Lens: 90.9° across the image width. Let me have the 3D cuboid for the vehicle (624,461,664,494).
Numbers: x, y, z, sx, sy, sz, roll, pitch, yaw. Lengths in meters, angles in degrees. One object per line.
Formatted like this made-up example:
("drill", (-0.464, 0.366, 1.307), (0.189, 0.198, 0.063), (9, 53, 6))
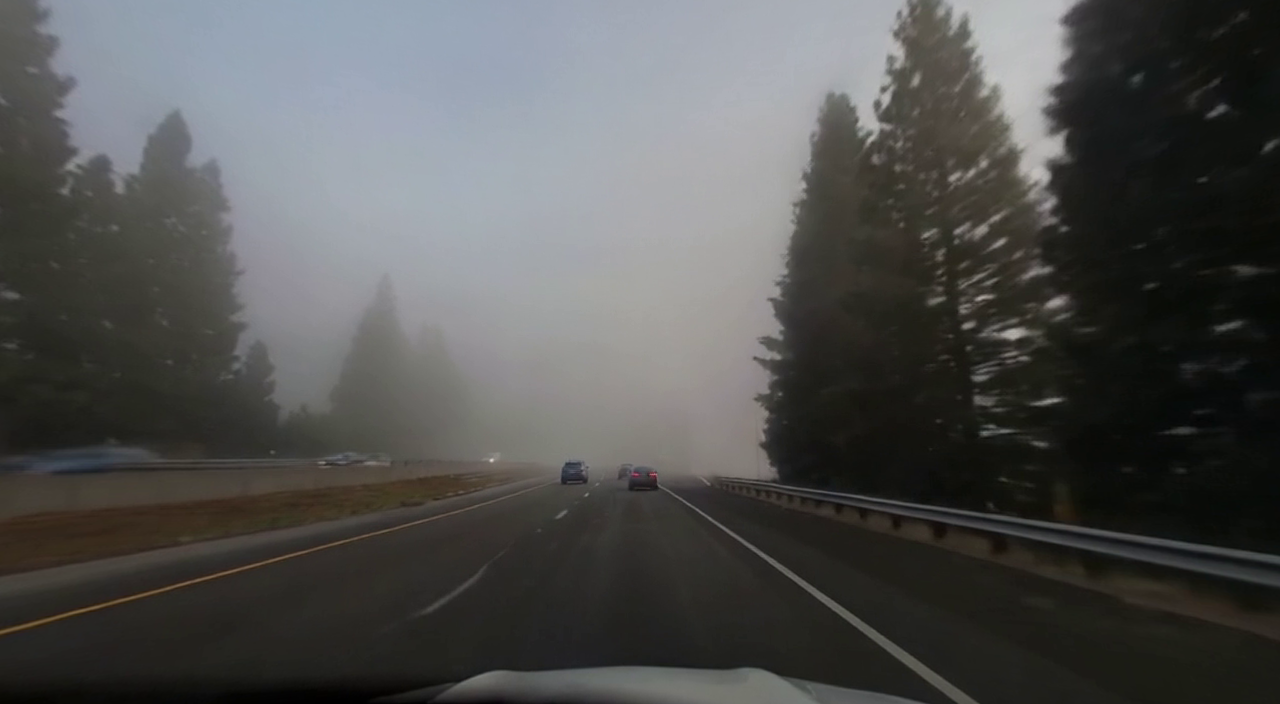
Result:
("vehicle", (0.156, 6.377, 32.189), (1.905, 1.559, 3.491), (1, -10, -1))

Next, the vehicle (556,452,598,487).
("vehicle", (-4.065, 7.672, 41.264), (2.237, 2.113, 4.815), (1, -10, 0))
